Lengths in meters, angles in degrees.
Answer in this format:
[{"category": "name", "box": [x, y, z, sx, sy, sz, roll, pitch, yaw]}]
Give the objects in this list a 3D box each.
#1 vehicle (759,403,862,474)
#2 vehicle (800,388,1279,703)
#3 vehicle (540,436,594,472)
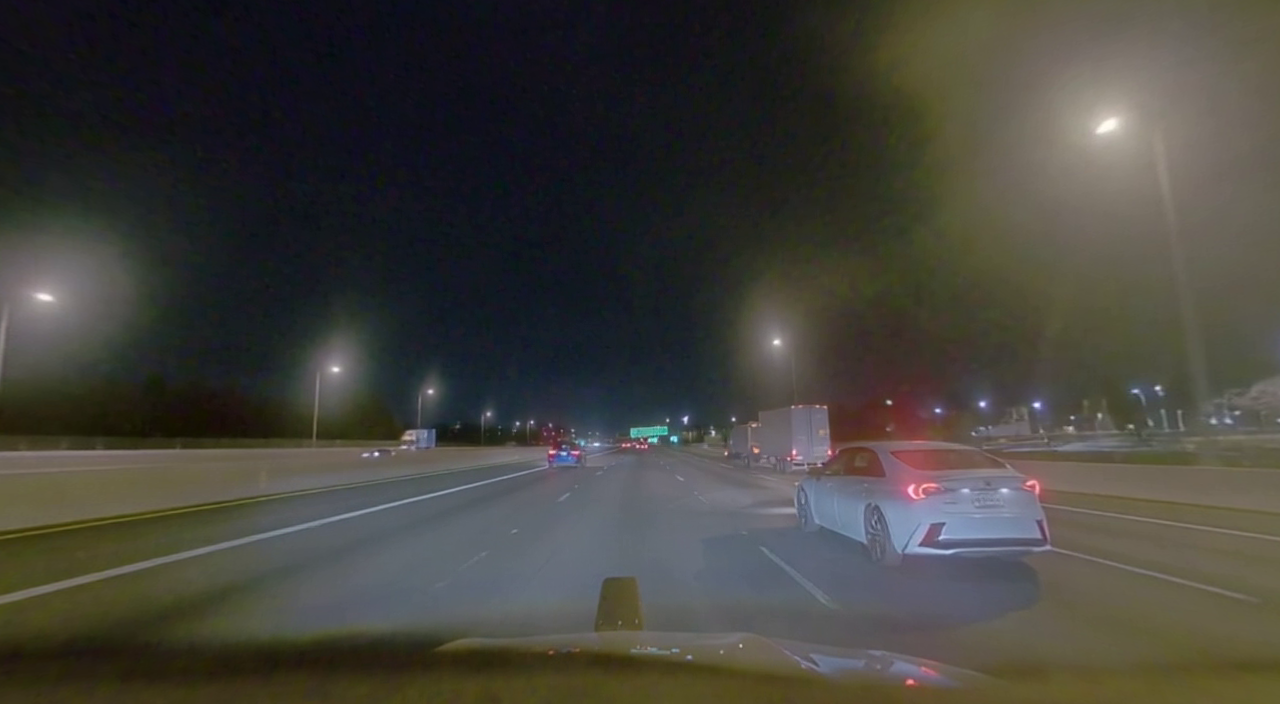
[{"category": "vehicle", "box": [8.451, 4.506, 32.603, 2.798, 3.172, 8.403, 0, -9, -1]}, {"category": "vehicle", "box": [3.008, 1.289, 5.069, 2.107, 1.550, 4.949, 0, -8, -1]}, {"category": "vehicle", "box": [-3.794, 5.399, 33.639, 2.193, 1.746, 4.512, 0, -8, 1]}]
